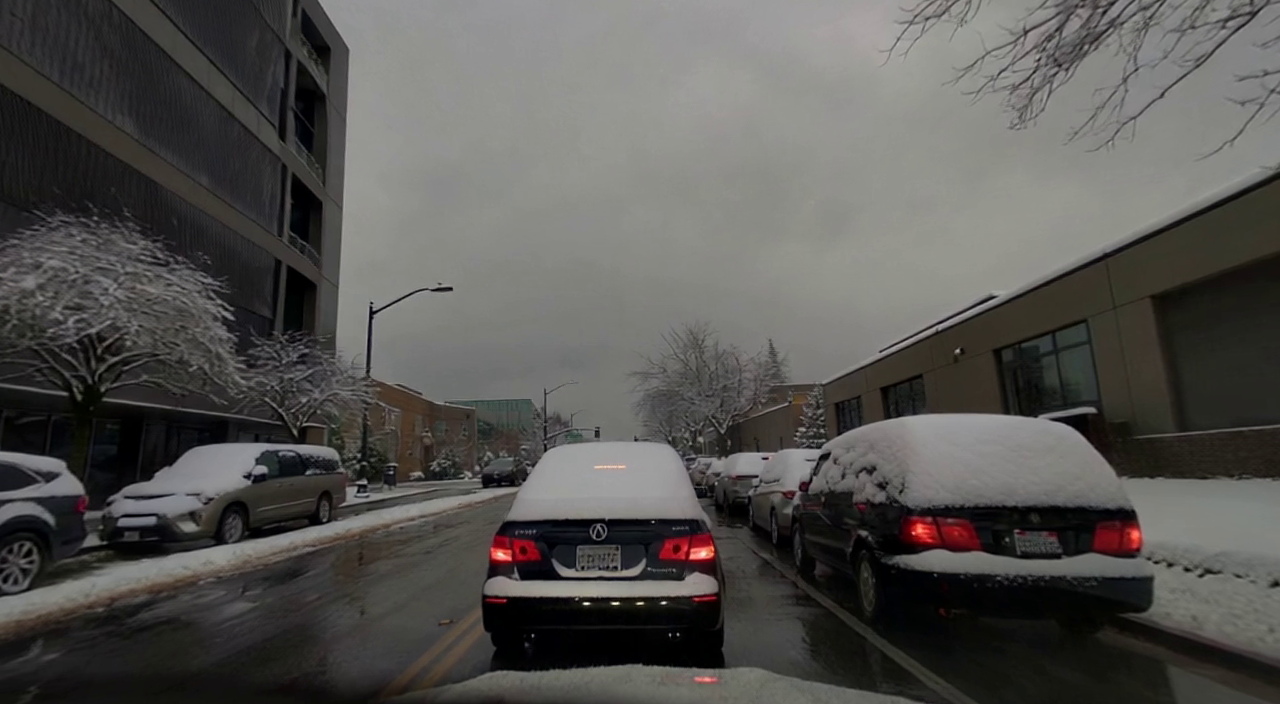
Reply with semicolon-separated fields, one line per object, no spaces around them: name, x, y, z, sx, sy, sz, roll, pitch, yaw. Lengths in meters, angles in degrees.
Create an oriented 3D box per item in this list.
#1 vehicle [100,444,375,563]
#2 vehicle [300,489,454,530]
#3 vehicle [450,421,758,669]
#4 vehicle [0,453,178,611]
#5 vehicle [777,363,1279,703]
vehicle;-6.830;2.598;11.466;1.994;1.701;4.520;0;-10;0
vehicle;-6.967;4.281;17.338;2.223;0.774;4.789;1;-10;0
vehicle;-0.215;1.606;6.036;2.018;1.583;3.646;1;-10;1
vehicle;-6.989;1.700;5.990;1.900;1.471;4.202;1;-10;0
vehicle;2.711;1.431;5.783;1.868;1.920;4.501;1;-10;0
